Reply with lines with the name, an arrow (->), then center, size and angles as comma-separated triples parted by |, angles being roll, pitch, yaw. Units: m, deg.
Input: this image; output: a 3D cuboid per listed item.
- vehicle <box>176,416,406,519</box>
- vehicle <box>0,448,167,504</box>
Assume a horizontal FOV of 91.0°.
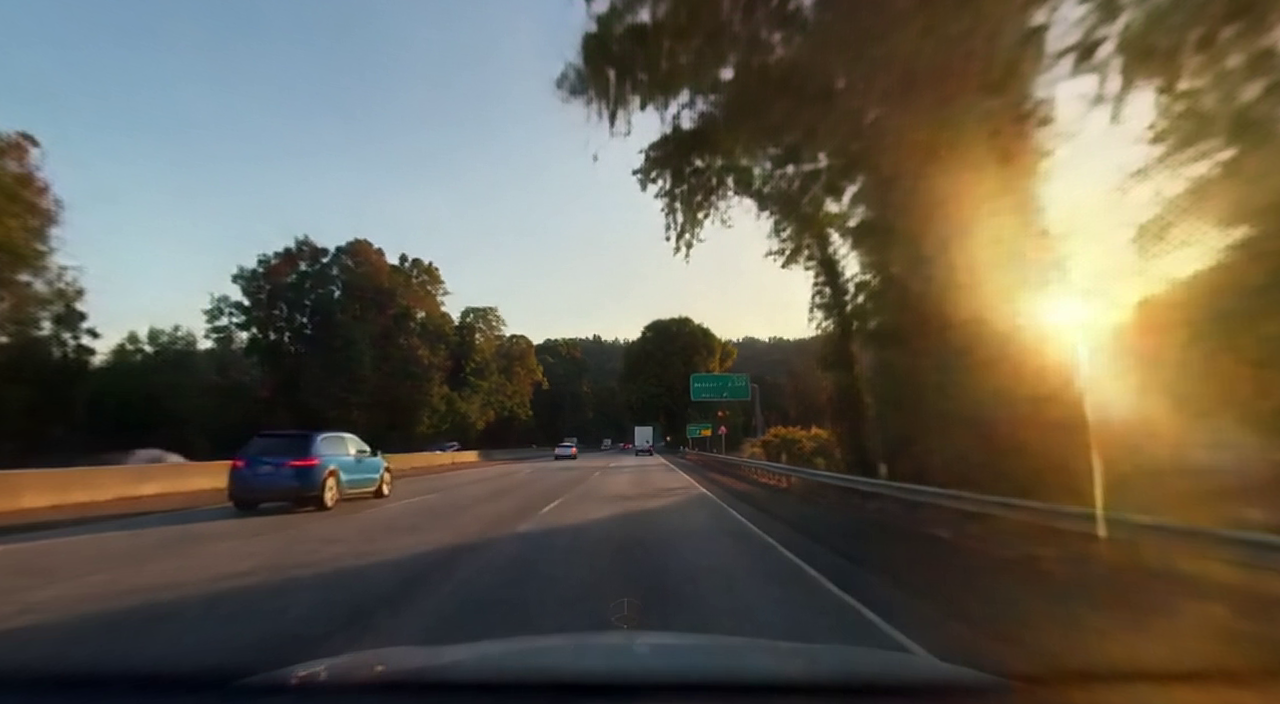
vehicle -> -7.103, 2.409, 13.604 | 2.253, 1.815, 4.618 | 0, -9, 1
vehicle -> -17.710, 3.805, 19.794 | 2.002, 1.515, 4.650 | 0, -9, 1
